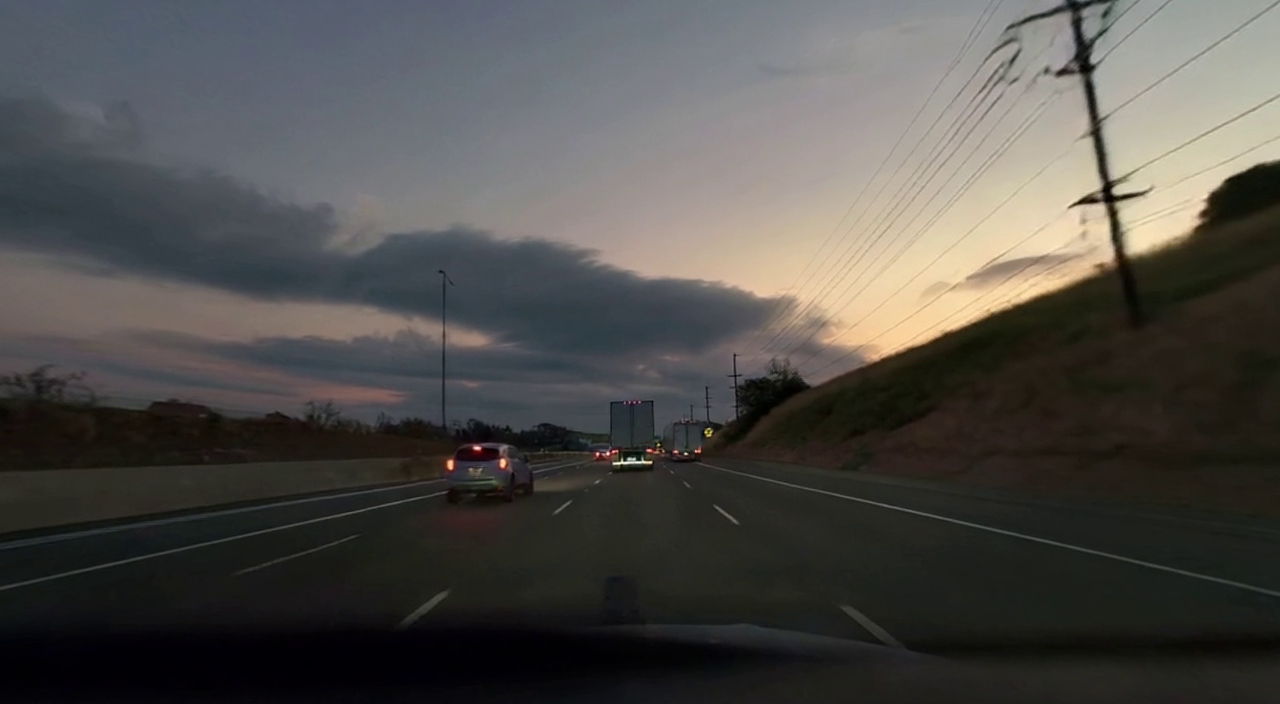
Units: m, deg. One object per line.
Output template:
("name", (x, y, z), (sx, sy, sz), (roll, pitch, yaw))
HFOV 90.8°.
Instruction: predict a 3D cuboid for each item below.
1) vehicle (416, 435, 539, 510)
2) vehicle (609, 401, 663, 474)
("vehicle", (-4.015, 3.052, 16.458), (2.050, 1.679, 4.253), (0, -9, 0))
("vehicle", (-0.229, 5.526, 40.189), (2.985, 4.025, 10.982), (0, -9, 0))
